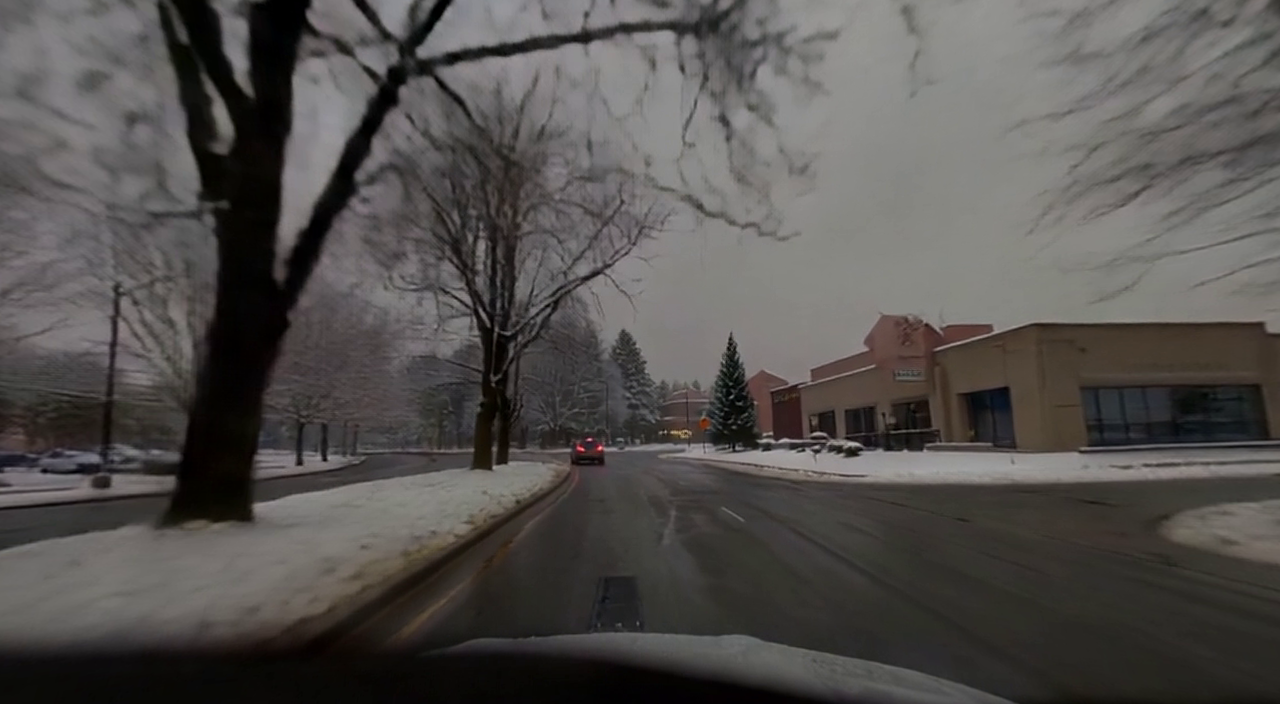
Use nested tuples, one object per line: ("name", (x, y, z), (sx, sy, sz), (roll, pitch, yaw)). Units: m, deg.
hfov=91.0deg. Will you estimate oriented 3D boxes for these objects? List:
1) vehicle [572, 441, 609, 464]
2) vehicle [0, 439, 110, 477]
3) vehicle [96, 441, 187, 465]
("vehicle", (-3.490, 6.925, 43.747), (2.018, 1.512, 4.304), (2, -8, -12))
("vehicle", (-35.741, 6.424, 38.021), (5.135, 1.689, 2.269), (-3, -11, -15))
("vehicle", (-36.762, 7.462, 46.559), (4.807, 1.665, 2.045), (1, -8, -10))
